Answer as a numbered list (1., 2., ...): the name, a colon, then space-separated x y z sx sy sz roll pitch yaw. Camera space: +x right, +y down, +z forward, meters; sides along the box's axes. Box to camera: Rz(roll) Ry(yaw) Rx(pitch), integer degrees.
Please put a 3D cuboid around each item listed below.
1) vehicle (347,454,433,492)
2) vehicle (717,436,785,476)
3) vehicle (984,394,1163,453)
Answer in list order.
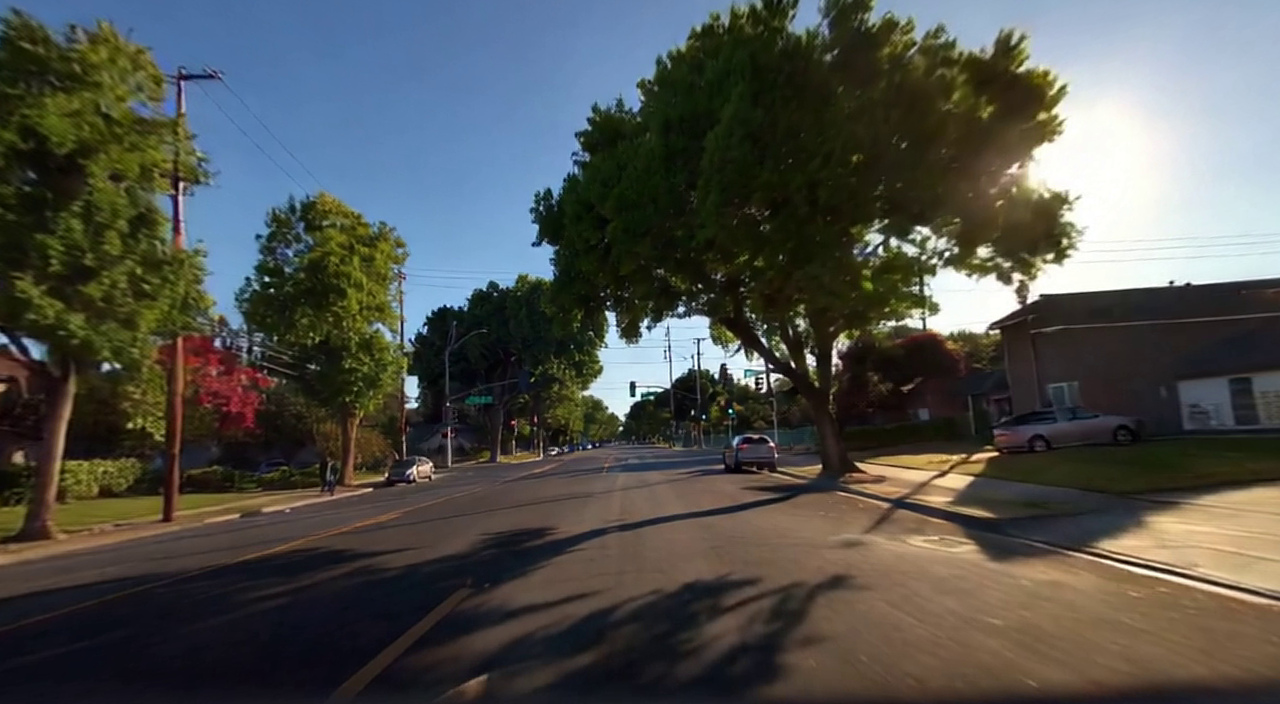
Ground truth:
1. vehicle: -11.506 5.573 29.434 2.029 1.550 4.562 -1 -8 1
2. vehicle: 4.509 4.306 26.351 1.963 1.477 4.804 0 -9 0
3. vehicle: 14.570 2.455 21.450 4.500 1.875 2.046 0 -8 -1
